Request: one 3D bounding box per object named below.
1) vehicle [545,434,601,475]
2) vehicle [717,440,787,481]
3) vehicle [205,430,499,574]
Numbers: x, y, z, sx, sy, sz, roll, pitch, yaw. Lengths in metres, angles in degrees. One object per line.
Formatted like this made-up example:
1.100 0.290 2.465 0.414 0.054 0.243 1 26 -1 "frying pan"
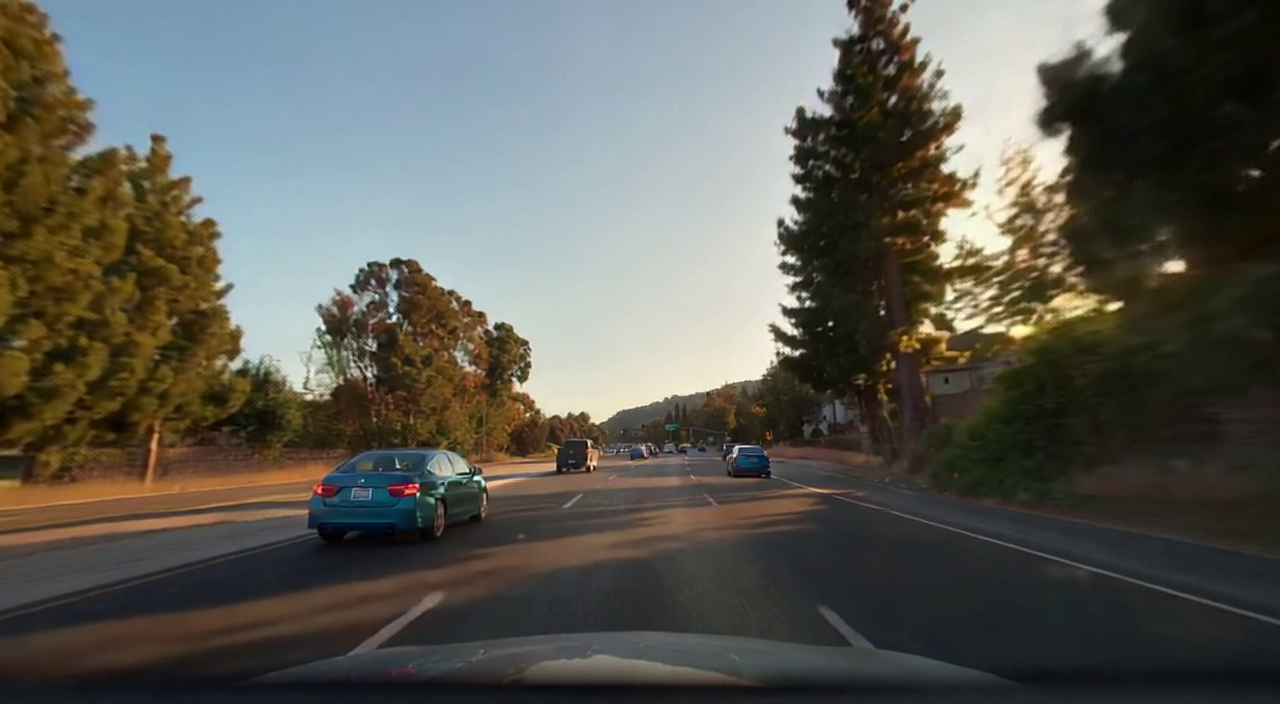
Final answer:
-3.163 4.972 30.783 2.122 1.847 4.696 0 -8 1 "vehicle"
4.377 4.313 25.327 2.100 1.472 4.533 0 -8 1 "vehicle"
-3.512 1.892 8.846 1.948 1.475 4.461 0 -8 1 "vehicle"
